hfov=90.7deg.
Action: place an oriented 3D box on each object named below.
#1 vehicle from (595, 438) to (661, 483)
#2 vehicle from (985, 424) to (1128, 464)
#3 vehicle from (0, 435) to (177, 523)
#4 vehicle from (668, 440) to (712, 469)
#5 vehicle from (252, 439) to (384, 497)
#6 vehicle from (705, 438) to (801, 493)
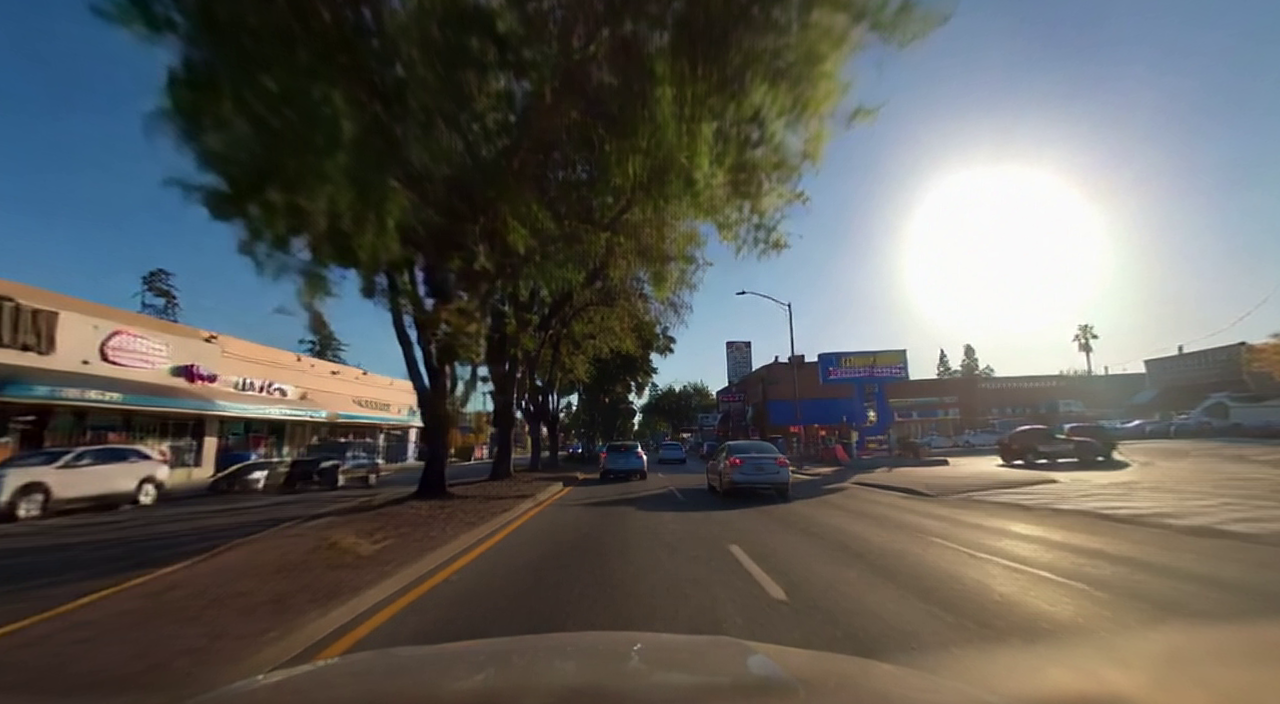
[{"bbox_3d":[-0.446,3.998,23.630,2.232,1.508,4.319,0,-8,-1],"label":"vehicle"},{"bbox_3d":[19.058,4.241,29.156,4.948,1.733,2.296,0,-9,-1],"label":"vehicle"},{"bbox_3d":[-15.348,3.275,16.920,2.184,1.965,5.078,-2,-8,-1],"label":"vehicle"},{"bbox_3d":[2.824,5.878,36.499,2.098,1.527,3.966,0,-8,-2],"label":"vehicle"},{"bbox_3d":[-11.178,4.027,22.476,2.233,1.799,4.700,0,-8,-1],"label":"vehicle"},{"bbox_3d":[3.302,3.417,19.388,2.060,1.471,4.168,0,-8,-1],"label":"vehicle"}]
